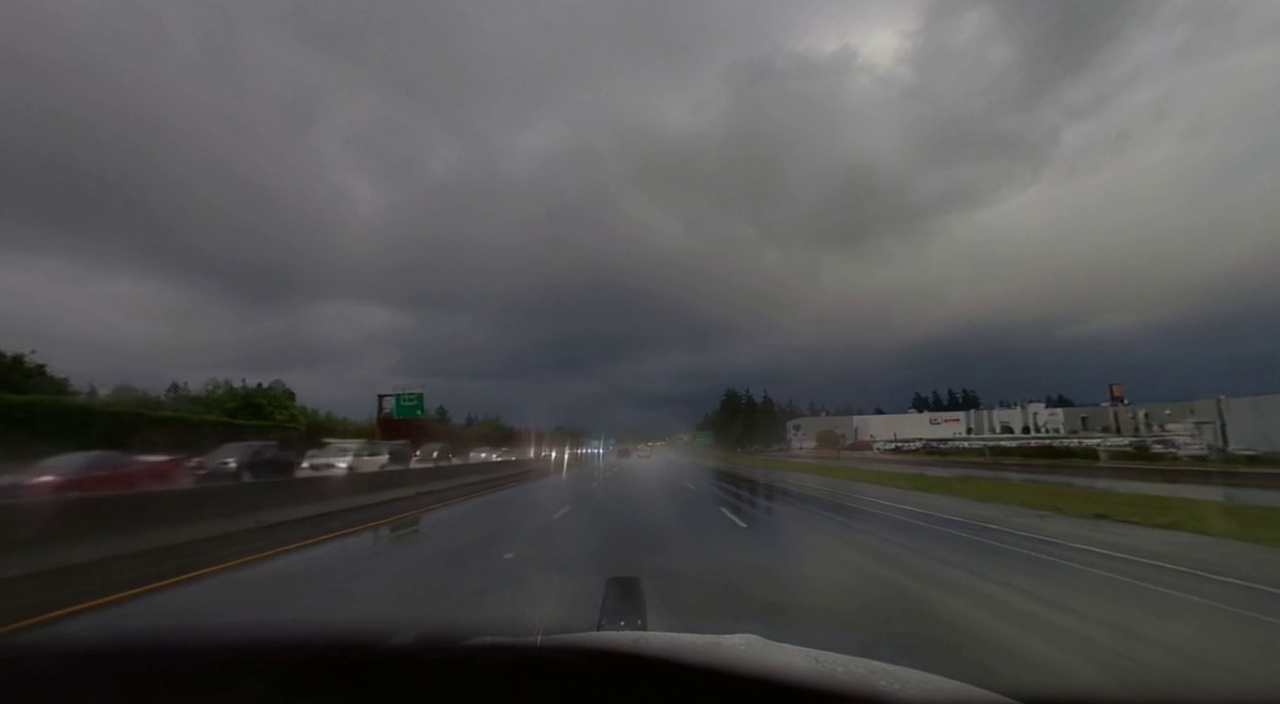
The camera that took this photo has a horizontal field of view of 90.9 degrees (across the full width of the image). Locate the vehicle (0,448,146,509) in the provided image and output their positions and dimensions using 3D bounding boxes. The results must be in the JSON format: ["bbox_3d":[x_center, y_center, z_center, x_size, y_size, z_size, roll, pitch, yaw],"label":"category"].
[{"bbox_3d":[-16.106,3.314,16.935,1.940,1.436,4.528,0,-9,0],"label":"vehicle"}]

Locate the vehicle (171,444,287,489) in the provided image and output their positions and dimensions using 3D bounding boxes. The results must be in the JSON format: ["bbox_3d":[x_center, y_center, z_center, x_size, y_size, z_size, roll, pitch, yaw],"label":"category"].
[{"bbox_3d":[-16.050,4.477,24.870,1.892,1.588,3.811,-1,-9,1],"label":"vehicle"}]

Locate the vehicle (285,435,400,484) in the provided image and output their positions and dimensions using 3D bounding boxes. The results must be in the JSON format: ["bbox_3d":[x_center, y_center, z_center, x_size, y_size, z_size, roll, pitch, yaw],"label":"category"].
[{"bbox_3d":[-11.571,4.233,25.038,2.060,1.730,5.120,0,-9,0],"label":"vehicle"}]

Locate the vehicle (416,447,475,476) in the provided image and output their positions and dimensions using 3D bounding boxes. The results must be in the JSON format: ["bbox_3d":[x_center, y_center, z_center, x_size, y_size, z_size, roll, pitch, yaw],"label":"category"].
[{"bbox_3d":[-10.820,6.104,35.350,1.930,1.455,4.135,-1,-9,1],"label":"vehicle"}]
